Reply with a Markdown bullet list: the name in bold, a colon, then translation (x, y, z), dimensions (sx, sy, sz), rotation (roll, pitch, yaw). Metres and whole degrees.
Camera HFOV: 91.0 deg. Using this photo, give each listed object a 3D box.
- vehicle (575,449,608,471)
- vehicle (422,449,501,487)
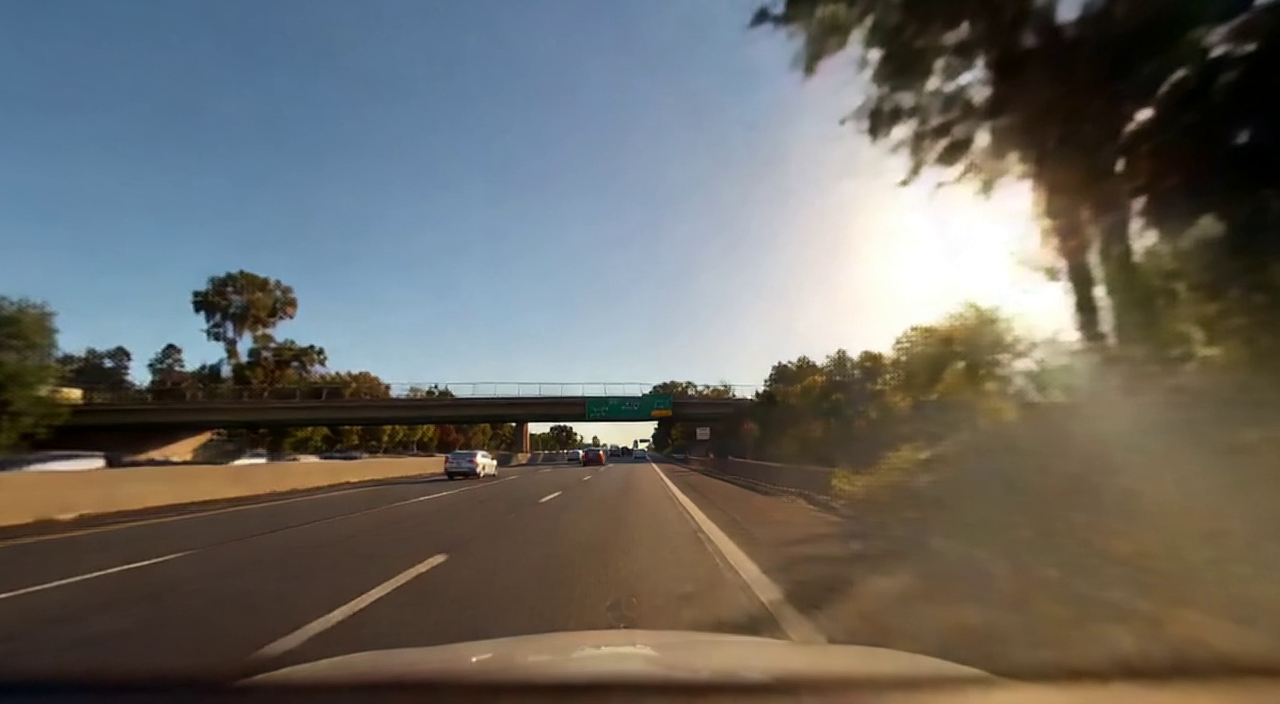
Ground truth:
- **vehicle**: translation (-3.580, 8.064, 47.152), dimensions (2.102, 1.571, 4.666), rotation (0, -9, 0)
- **vehicle**: translation (-7.537, 4.926, 27.120), dimensions (2.002, 1.507, 4.631), rotation (0, -9, 1)
